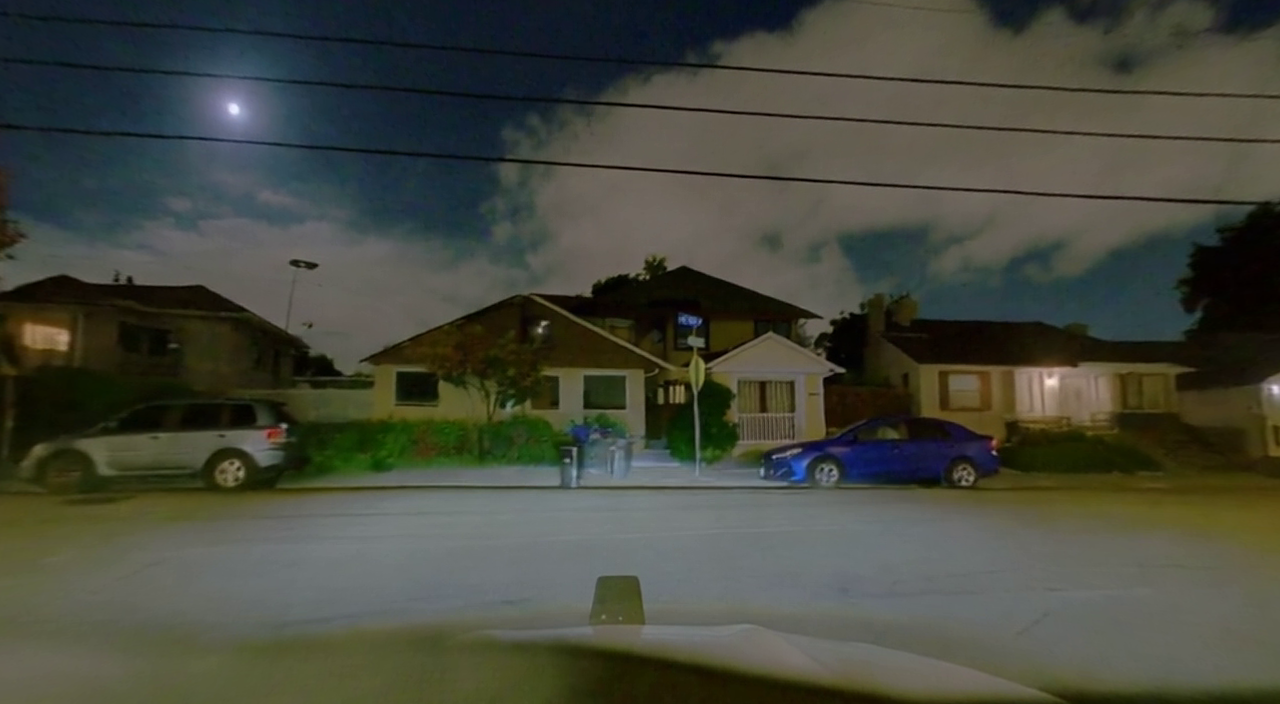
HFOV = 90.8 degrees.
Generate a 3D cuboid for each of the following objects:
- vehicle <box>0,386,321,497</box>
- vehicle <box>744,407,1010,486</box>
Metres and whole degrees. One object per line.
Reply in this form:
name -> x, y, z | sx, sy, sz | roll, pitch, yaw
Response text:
vehicle -> -8.564, 1.549, 10.984 | 4.943, 1.731, 1.877 | 1, -9, -6
vehicle -> 4.464, 1.831, 12.307 | 4.469, 1.391, 1.746 | 1, -9, -5
